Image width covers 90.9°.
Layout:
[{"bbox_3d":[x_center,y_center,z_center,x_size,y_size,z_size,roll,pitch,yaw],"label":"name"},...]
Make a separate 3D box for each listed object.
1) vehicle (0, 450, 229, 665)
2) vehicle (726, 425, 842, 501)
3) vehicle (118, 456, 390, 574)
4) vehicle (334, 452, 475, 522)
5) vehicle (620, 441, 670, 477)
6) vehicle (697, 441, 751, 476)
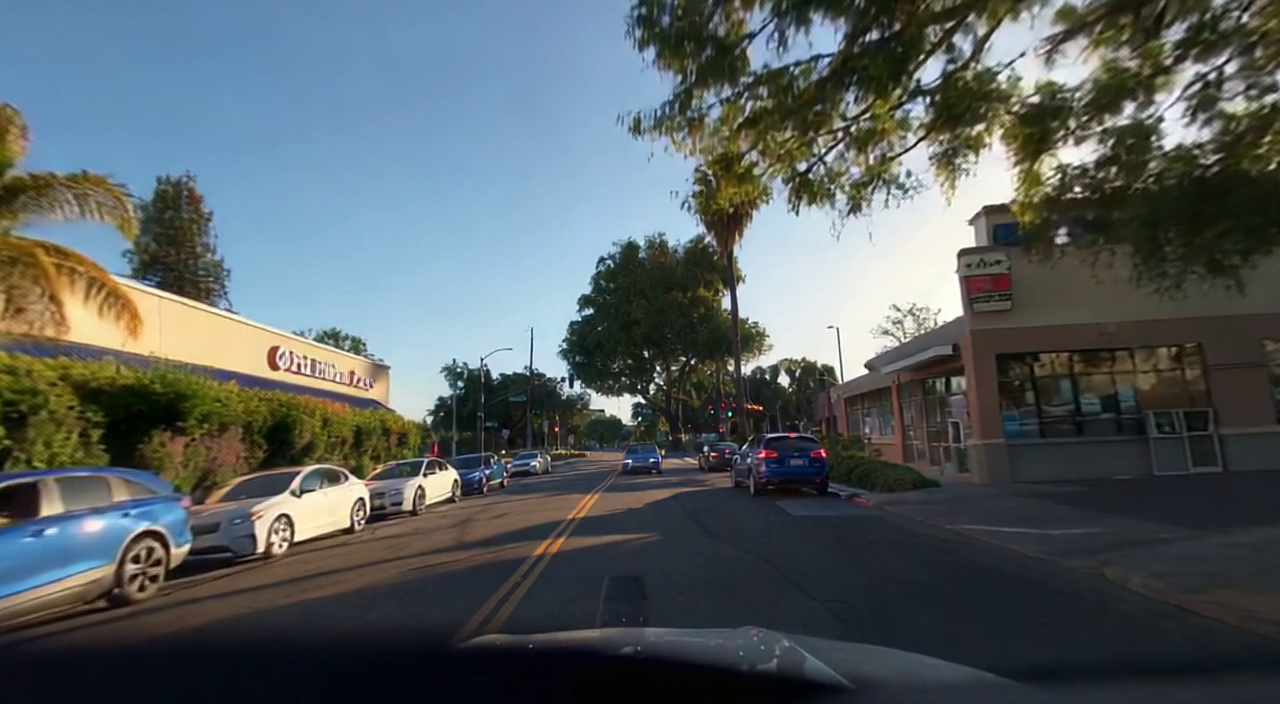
[{"bbox_3d":[-6.148,1.879,5.388,2.186,1.621,4.795,-10,-8,-4],"label":"vehicle"},{"bbox_3d":[3.804,3.026,17.746,2.099,1.786,5.198,0,-8,1],"label":"vehicle"},{"bbox_3d":[-6.170,2.597,10.858,1.810,1.489,4.336,-1,-8,2],"label":"vehicle"},{"bbox_3d":[-6.006,3.467,16.795,1.874,1.472,4.668,-1,-8,1],"label":"vehicle"},{"bbox_3d":[0.194,4.666,27.763,2.060,1.452,4.078,0,-8,0],"label":"vehicle"},{"bbox_3d":[3.751,4.799,28.771,1.821,1.417,4.454,0,-8,0],"label":"vehicle"}]
